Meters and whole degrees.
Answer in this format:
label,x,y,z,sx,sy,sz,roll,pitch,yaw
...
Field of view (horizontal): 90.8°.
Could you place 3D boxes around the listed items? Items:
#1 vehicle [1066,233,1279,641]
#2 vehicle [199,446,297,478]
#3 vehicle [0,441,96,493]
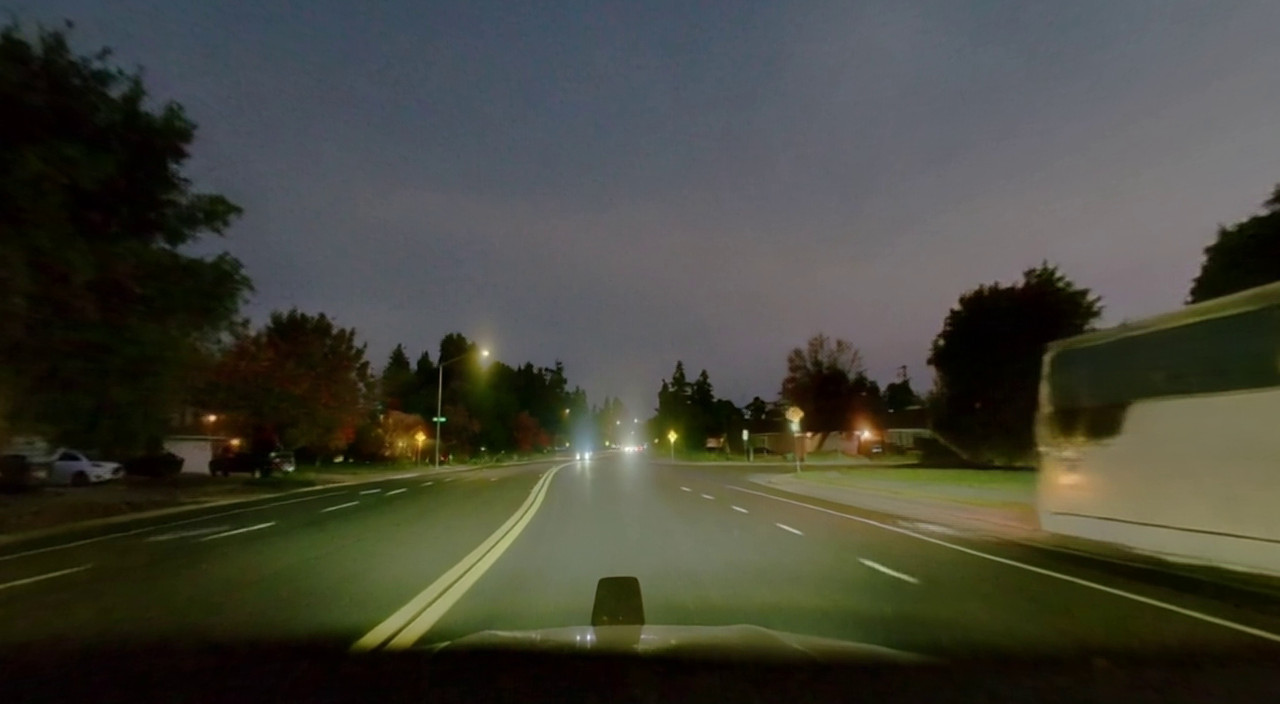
label,x,y,z,sx,sy,sz,roll,pitch,yaw
vehicle,7.107,0.313,2.588,4.991,2.862,7.939,0,-9,-2
vehicle,-22.283,6.261,36.044,4.050,1.755,2.243,1,-8,-3
vehicle,-24.297,4.355,24.027,4.975,1.847,2.096,0,-8,-10
